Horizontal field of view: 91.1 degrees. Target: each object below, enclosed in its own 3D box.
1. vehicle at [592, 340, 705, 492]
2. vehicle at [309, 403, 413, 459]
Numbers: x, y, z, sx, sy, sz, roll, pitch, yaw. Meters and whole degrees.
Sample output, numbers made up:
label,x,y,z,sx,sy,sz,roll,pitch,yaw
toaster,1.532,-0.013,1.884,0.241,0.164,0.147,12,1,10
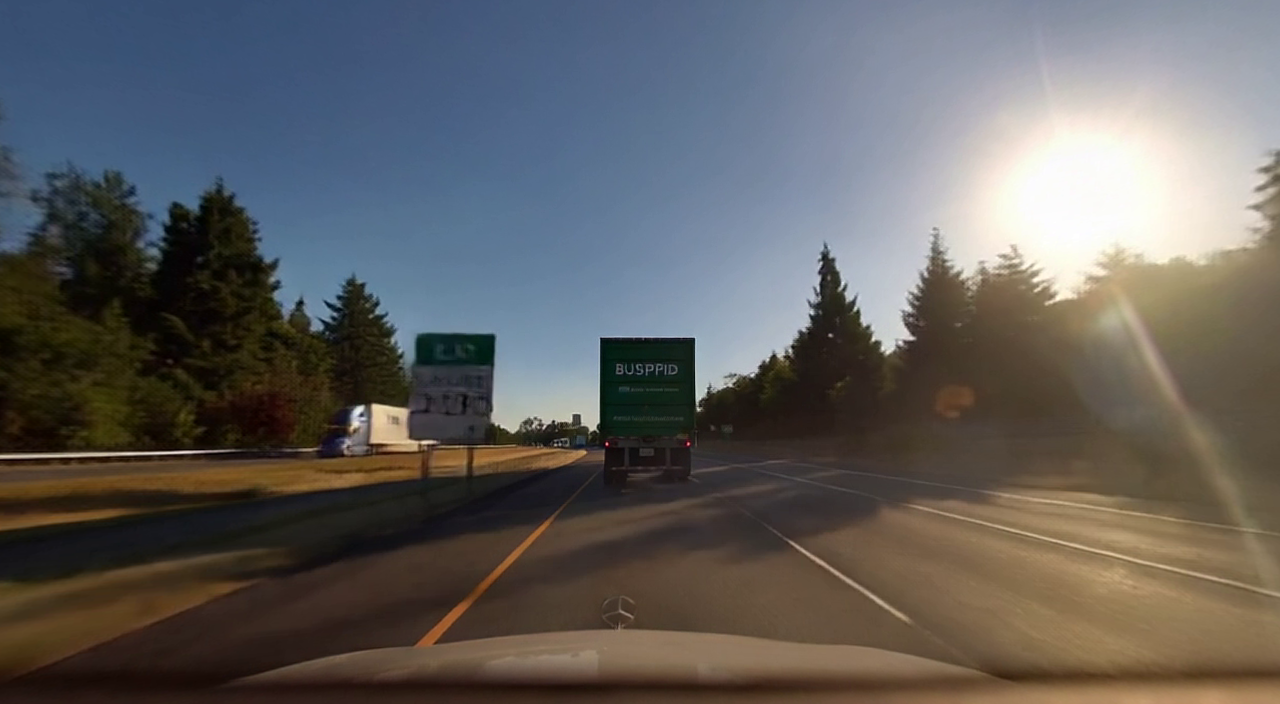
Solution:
label,x,y,z,sx,sy,sz,roll,pitch,yaw
vehicle,0.132,2.200,20.553,2.870,3.911,8.697,0,-8,-1
vehicle,-15.339,4.441,35.207,2.644,2.823,6.810,0,-8,0
